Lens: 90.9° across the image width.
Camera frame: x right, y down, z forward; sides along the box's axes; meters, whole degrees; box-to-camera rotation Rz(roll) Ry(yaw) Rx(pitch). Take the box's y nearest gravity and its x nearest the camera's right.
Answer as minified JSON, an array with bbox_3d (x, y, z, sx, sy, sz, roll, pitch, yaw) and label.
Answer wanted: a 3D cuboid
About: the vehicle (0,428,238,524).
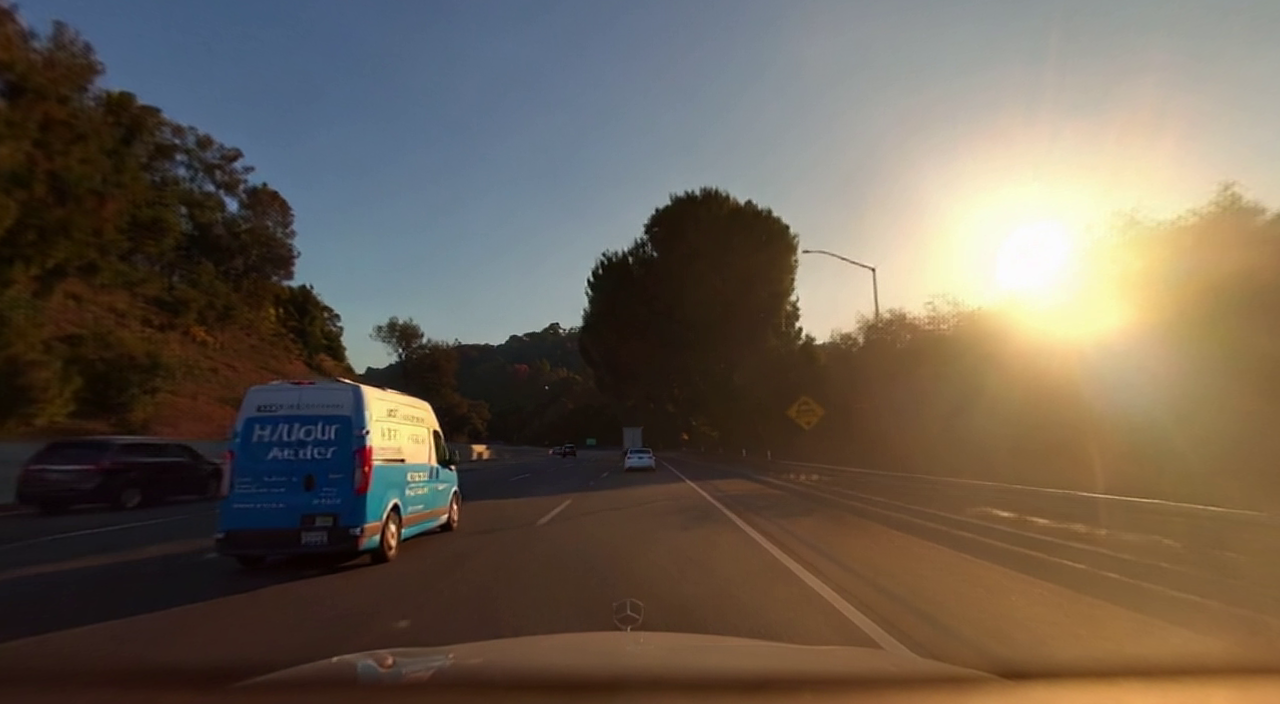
[{"bbox_3d":[-11.697,2.656,14.077,2.150,1.746,4.910,0,-9,1],"label":"vehicle"}]

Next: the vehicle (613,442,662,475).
[{"bbox_3d":[-0.093,5.149,30.611,2.238,1.479,3.672,0,-9,0],"label":"vehicle"}]

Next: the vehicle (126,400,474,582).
[{"bbox_3d":[-4.157,1.806,9.049,2.174,1.862,5.012,0,-9,0],"label":"vehicle"}]
